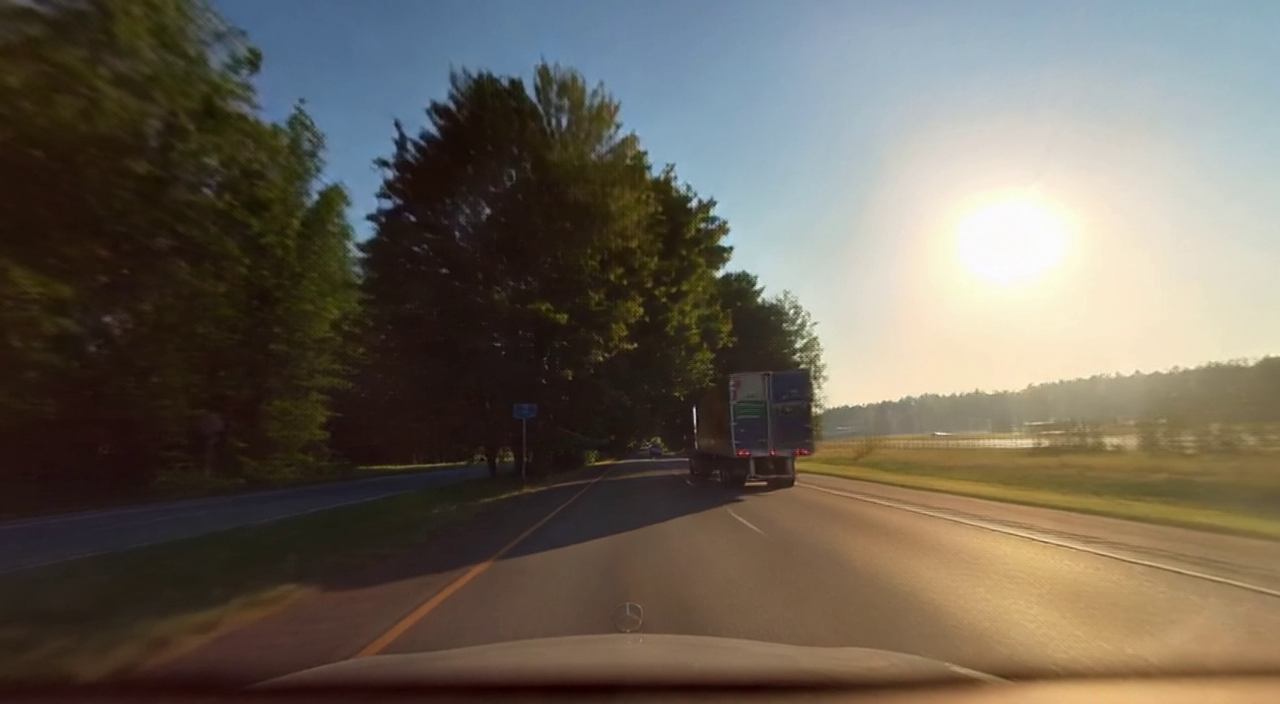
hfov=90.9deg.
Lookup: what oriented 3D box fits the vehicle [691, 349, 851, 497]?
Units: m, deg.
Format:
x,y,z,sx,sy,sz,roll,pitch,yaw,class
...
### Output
x,y,z,sx,sy,sz,roll,pitch,yaw,class
4.227,3.053,24.834,3.231,4.102,14.393,0,-9,0,vehicle
